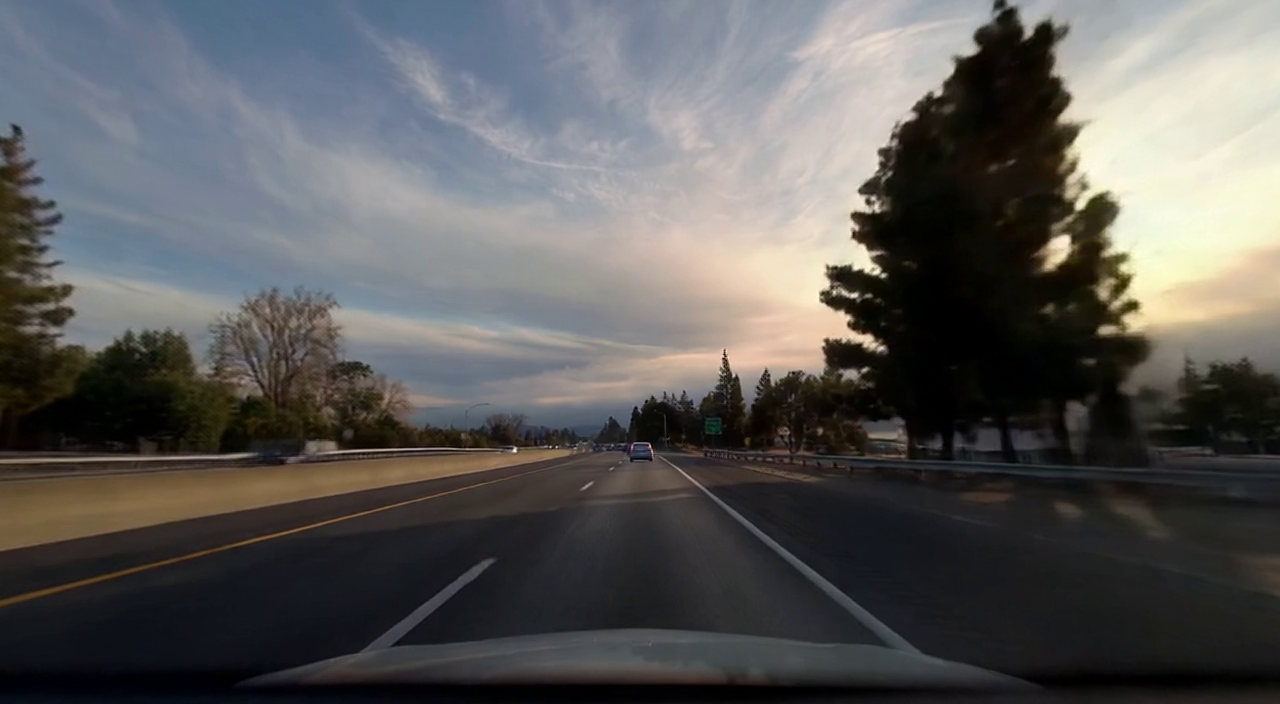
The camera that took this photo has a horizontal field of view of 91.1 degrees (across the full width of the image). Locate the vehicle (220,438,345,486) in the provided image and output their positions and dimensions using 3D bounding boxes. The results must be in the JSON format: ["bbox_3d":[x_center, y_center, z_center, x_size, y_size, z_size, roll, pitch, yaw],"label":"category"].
[{"bbox_3d":[-13.605,4.198,24.296,2.236,1.670,4.389,0,-8,0],"label":"vehicle"}]

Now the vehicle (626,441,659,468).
[{"bbox_3d":[0.139,6.635,40.871,2.029,1.666,4.064,0,-8,-1],"label":"vehicle"}]
